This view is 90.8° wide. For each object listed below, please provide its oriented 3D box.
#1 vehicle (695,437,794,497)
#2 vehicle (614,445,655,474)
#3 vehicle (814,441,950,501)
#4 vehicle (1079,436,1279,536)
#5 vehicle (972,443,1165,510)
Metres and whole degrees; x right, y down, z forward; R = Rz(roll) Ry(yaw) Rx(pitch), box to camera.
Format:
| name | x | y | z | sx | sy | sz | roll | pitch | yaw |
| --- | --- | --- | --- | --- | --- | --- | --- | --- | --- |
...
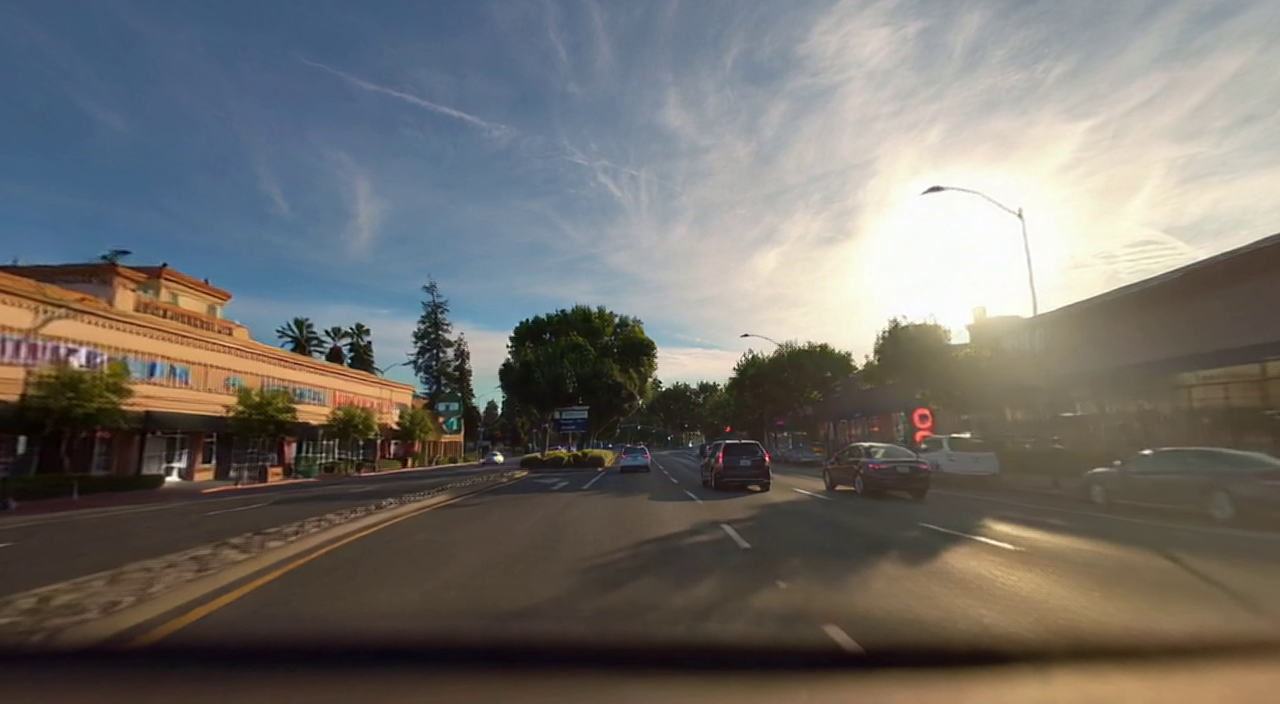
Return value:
| name | x | y | z | sx | sy | sz | roll | pitch | yaw |
| --- | --- | --- | --- | --- | --- | --- | --- | --- | --- |
| vehicle | 2.942 | 3.377 | 18.935 | 2.072 | 1.545 | 4.578 | 0 | -8 | -1 |
| vehicle | -0.295 | 5.700 | 33.818 | 2.052 | 1.461 | 4.324 | 0 | -8 | -1 |
| vehicle | 6.619 | 3.283 | 17.902 | 1.952 | 1.449 | 4.544 | 0 | -8 | -2 |
| vehicle | 10.599 | 2.342 | 11.712 | 2.000 | 1.514 | 3.811 | 0 | -8 | -4 |
| vehicle | 10.479 | 3.040 | 15.961 | 1.763 | 1.430 | 4.427 | 0 | -8 | 0 |
